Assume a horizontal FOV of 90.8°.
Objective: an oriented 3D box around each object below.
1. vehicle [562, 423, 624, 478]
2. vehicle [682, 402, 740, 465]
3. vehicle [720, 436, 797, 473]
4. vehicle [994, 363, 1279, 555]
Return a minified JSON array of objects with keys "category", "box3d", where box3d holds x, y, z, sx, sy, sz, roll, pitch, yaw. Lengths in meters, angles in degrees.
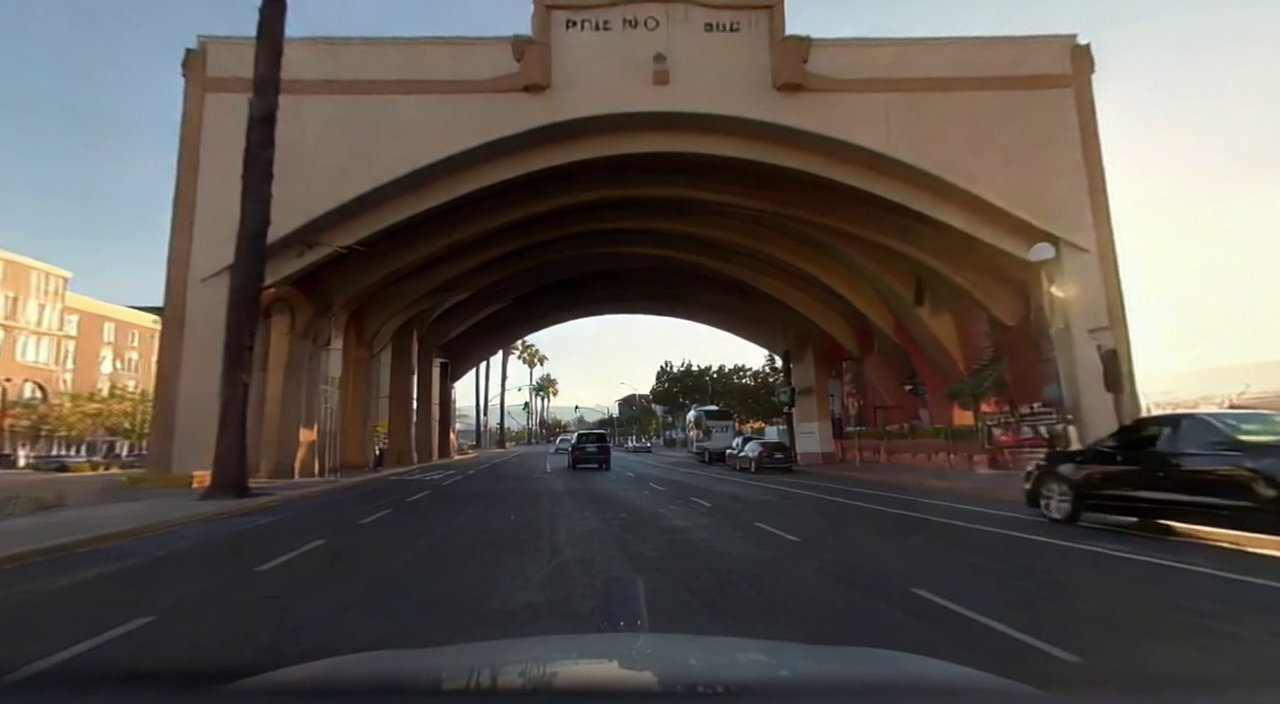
[{"category":"vehicle","box3d":[-2.139,4.130,26.768,2.284,2.010,6.670,1,-9,-7]},{"category":"vehicle","box3d":[4.053,4.789,36.923,2.821,3.470,3.590,0,-9,-1]},{"category":"vehicle","box3d":[5.057,4.470,27.768,2.015,1.486,4.501,1,-9,-7]},{"category":"vehicle","box3d":[7.858,1.389,8.431,2.417,2.030,5.711,1,-9,-7]}]
